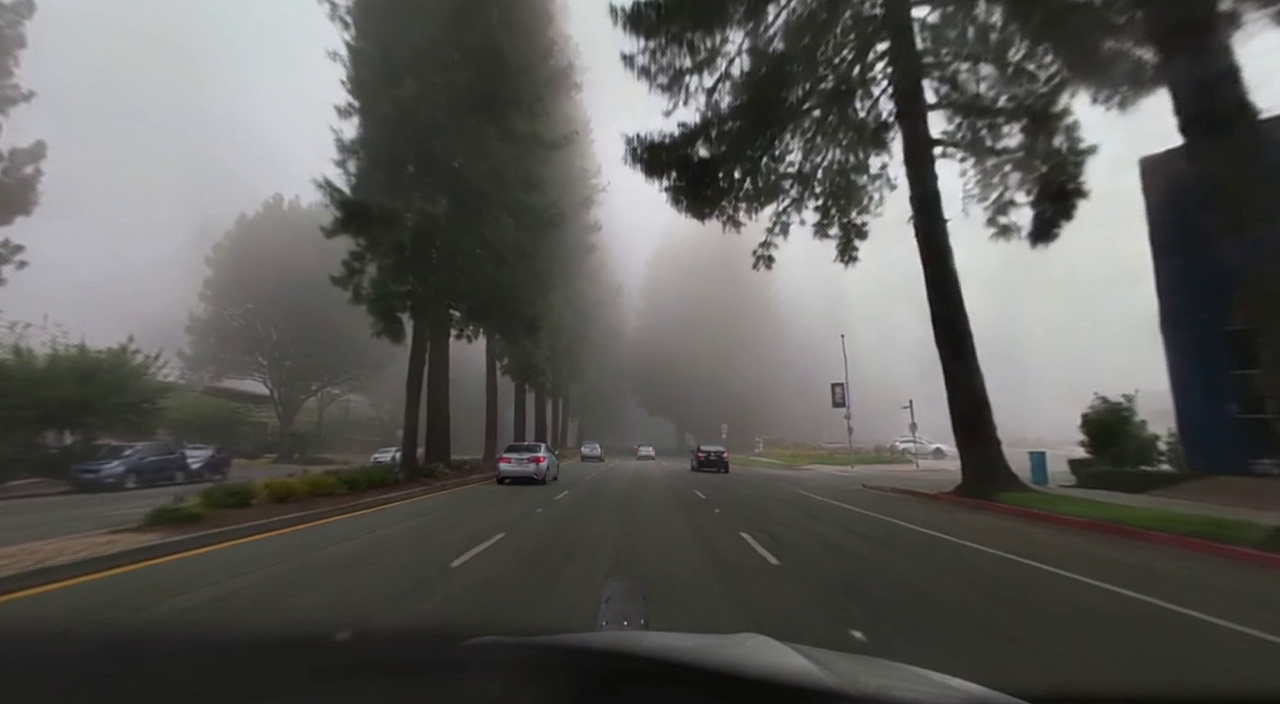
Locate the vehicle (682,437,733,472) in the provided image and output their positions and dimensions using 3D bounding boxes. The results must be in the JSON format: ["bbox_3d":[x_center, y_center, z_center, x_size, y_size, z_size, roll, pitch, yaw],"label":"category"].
[{"bbox_3d":[3.158,4.869,30.139,1.922,1.579,3.642,0,-8,-2],"label":"vehicle"}]

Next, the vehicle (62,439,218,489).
[{"bbox_3d":[-22.897,5.098,29.311,2.235,2.061,5.936,0,-8,2],"label":"vehicle"}]

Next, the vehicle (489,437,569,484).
[{"bbox_3d":[-3.774,3.765,22.233,1.908,1.481,4.536,0,-8,1],"label":"vehicle"}]
